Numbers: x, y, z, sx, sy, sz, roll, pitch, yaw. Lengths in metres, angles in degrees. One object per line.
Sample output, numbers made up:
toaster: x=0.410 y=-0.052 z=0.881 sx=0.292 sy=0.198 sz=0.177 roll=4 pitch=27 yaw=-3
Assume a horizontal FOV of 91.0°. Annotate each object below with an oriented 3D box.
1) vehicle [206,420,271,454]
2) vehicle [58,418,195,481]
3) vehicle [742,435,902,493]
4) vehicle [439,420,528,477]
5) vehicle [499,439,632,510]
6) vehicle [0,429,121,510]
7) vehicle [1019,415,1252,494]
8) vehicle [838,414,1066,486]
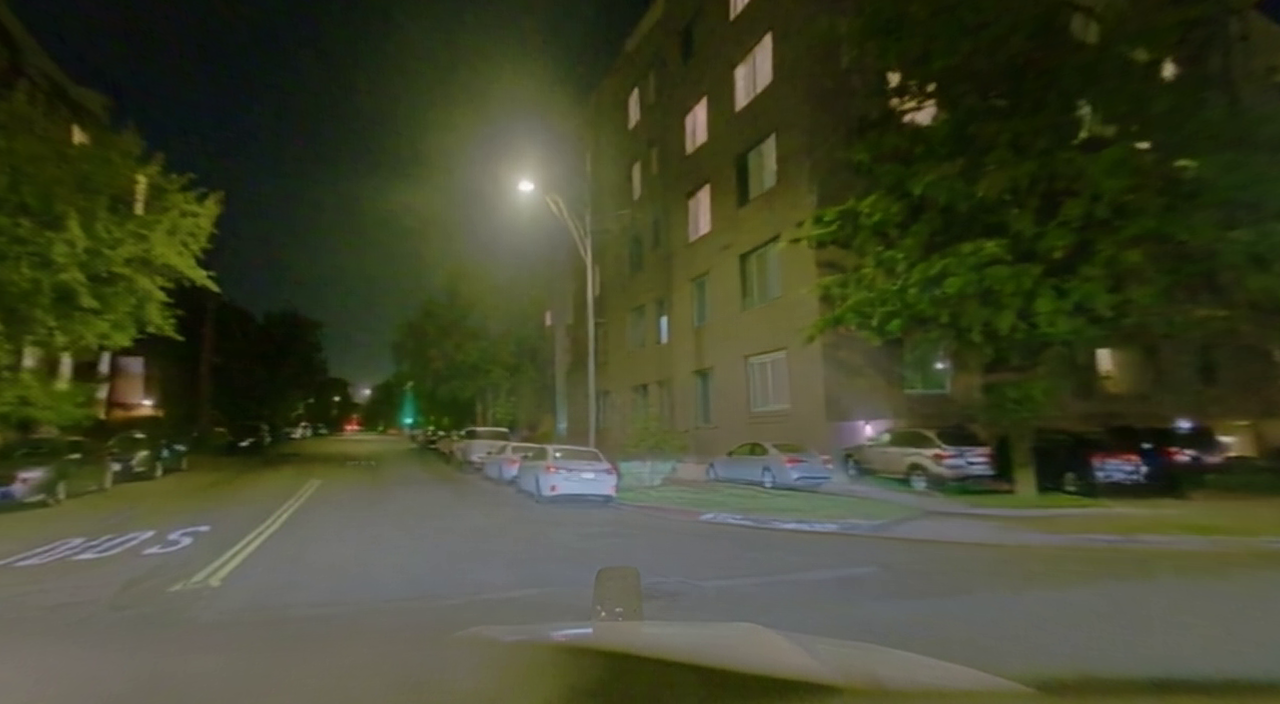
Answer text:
vehicle: x=-24.225 y=5.212 z=38.188 sx=2.384 sy=1.781 sz=5.492 roll=1 pitch=-9 yaw=-23
vehicle: x=-17.037 y=3.298 z=21.265 sx=2.235 sy=1.802 sz=5.138 roll=1 pitch=-9 yaw=-24
vehicle: x=5.010 y=3.041 z=17.394 sx=3.821 sy=1.417 sz=2.061 roll=4 pitch=-10 yaw=-26
vehicle: x=-6.447 y=3.860 z=25.290 sx=2.365 sy=1.970 sz=6.011 roll=4 pitch=-9 yaw=-24
vehicle: x=-1.978 y=2.820 z=15.096 sx=1.977 sy=1.410 sz=4.744 roll=3 pitch=-9 yaw=-22
vehicle: x=-13.616 y=2.558 z=13.897 sx=2.067 sy=1.510 sz=4.501 roll=2 pitch=-9 yaw=-23
vehicle: x=11.085 y=2.286 z=14.148 sx=4.413 sy=1.549 sz=1.918 roll=3 pitch=-9 yaw=-19
vehicle: x=7.717 y=2.407 z=15.522 sx=5.312 sy=1.533 sz=2.104 roll=4 pitch=-9 yaw=-25
